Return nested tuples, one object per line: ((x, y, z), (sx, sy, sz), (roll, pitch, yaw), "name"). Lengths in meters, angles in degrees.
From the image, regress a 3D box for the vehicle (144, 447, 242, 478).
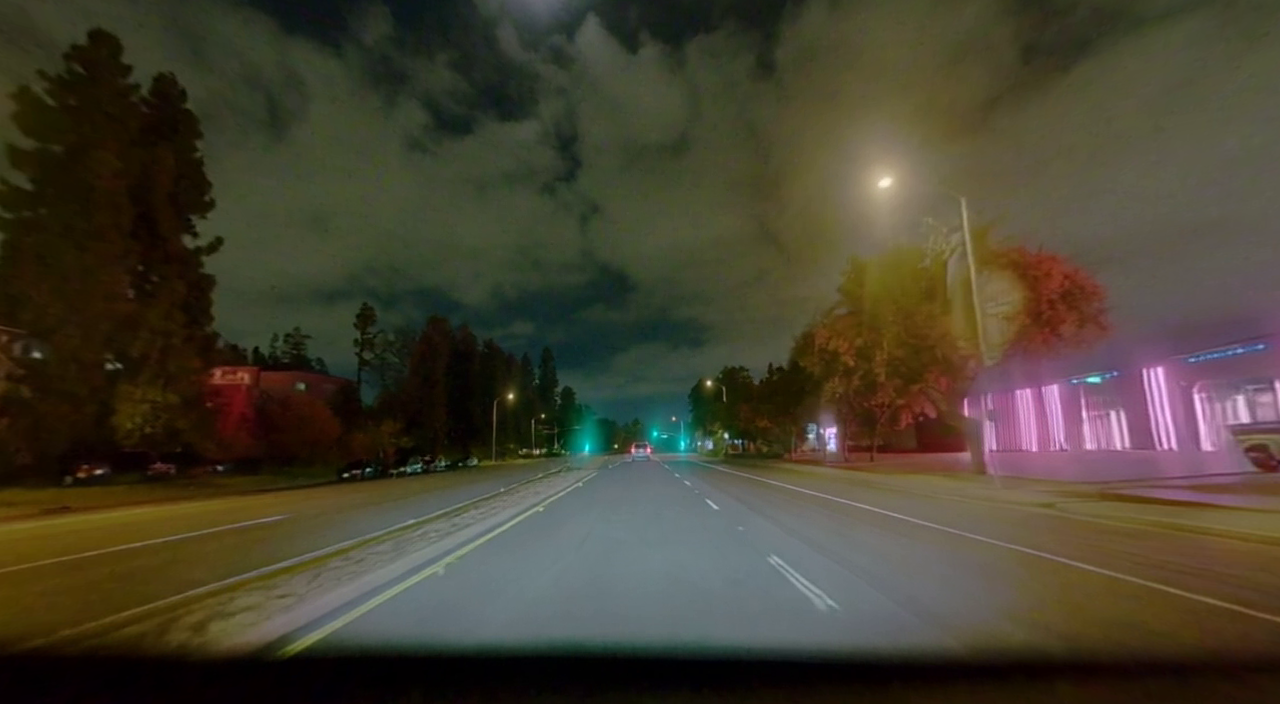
((-26.652, 6.560, 37.692), (4.261, 1.781, 1.985), (1, -8, -4), "vehicle")

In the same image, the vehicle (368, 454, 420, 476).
((-18.487, 8.486, 47.613), (1.861, 1.499, 4.535), (-1, -8, 3), "vehicle")

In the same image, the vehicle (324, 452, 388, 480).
((-18.808, 7.542, 41.956), (1.959, 1.682, 4.628), (0, -8, 3), "vehicle")

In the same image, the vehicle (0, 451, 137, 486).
((-27.323, 5.523, 30.150), (4.591, 1.566, 2.133), (0, -8, -2), "vehicle")
